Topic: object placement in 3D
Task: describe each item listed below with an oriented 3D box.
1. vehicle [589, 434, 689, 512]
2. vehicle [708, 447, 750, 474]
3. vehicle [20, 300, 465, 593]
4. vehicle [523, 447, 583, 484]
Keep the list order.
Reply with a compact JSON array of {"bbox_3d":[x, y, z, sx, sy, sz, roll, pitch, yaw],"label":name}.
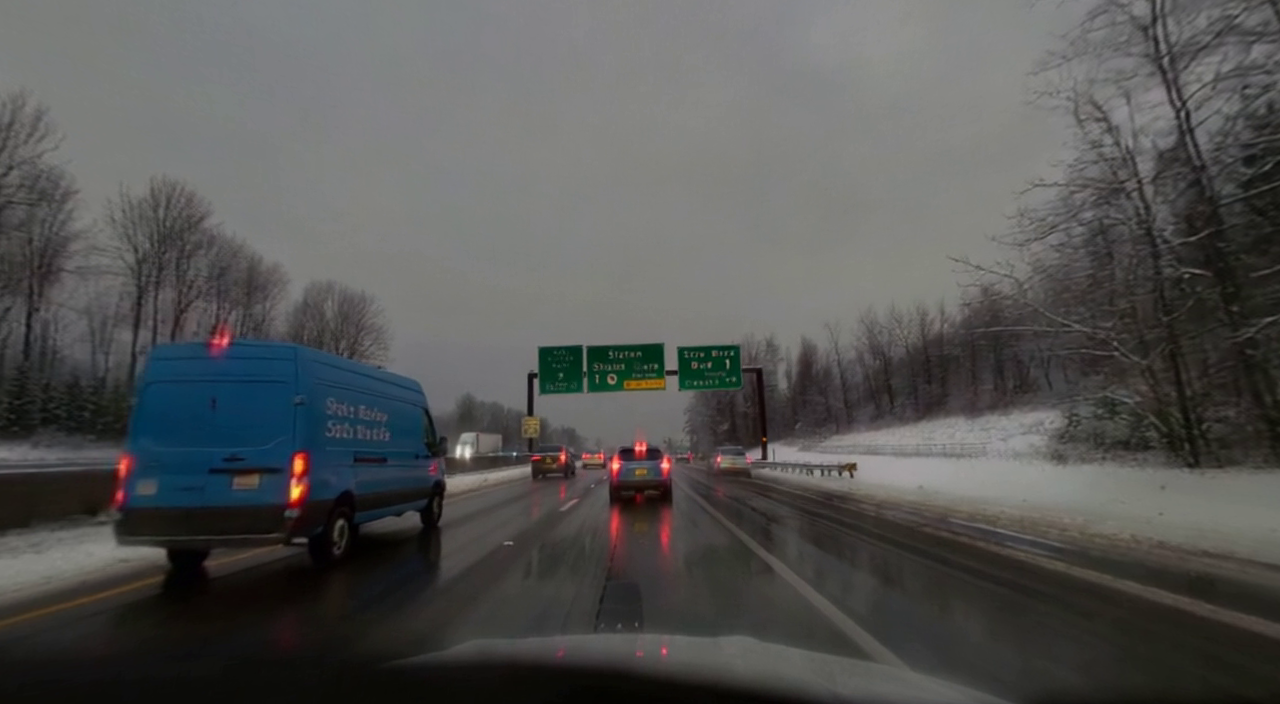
[{"bbox_3d":[-0.010,2.995,15.947,2.195,1.679,4.070,0,-9,0],"label":"vehicle"},{"bbox_3d":[5.251,6.428,37.385,1.962,1.503,4.432,0,-9,2],"label":"vehicle"},{"bbox_3d":[-4.427,1.274,8.699,2.275,2.692,5.810,0,-9,0],"label":"vehicle"},{"bbox_3d":[-3.764,4.993,27.819,2.015,1.496,4.312,0,-9,0],"label":"vehicle"}]
